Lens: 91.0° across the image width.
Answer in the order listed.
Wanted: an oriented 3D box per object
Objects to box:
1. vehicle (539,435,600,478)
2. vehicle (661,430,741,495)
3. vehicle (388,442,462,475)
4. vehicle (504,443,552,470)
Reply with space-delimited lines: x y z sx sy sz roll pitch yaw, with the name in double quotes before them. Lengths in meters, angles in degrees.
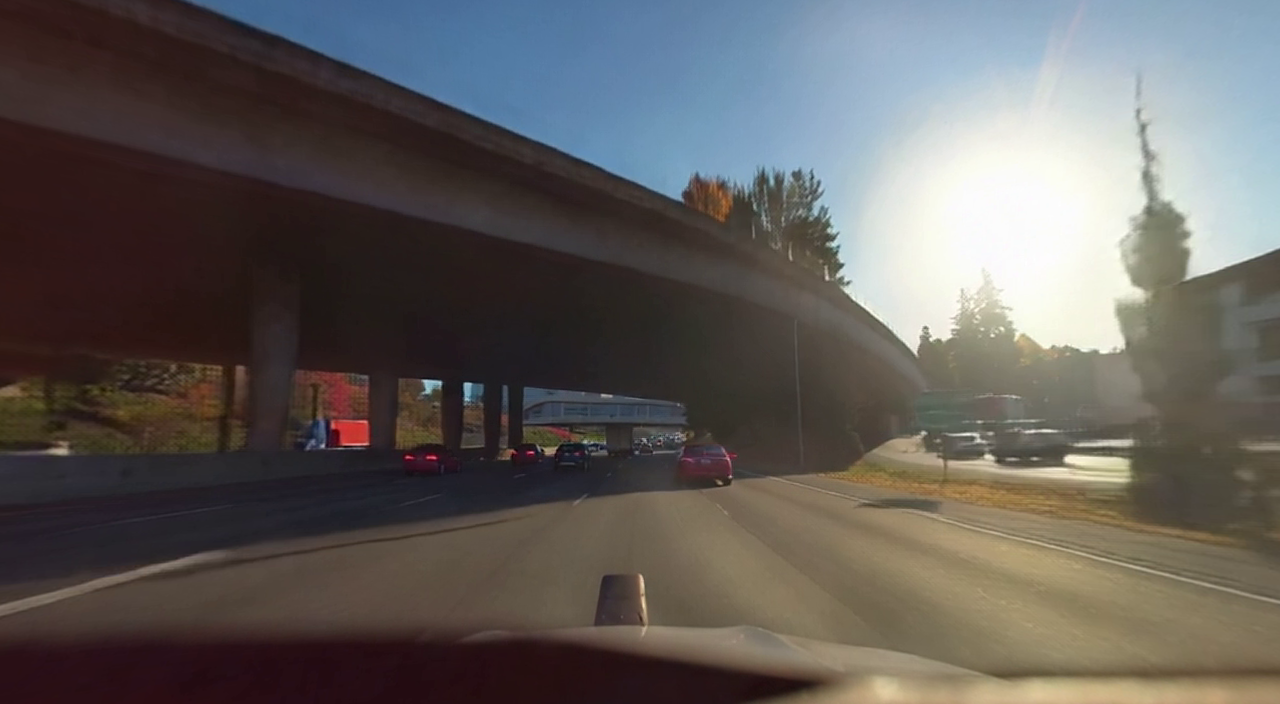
"vehicle" -3.040 4.652 28.137 2.111 1.742 4.315 0 -9 1
"vehicle" 1.739 3.347 19.400 2.101 1.742 4.495 0 -9 1
"vehicle" -10.708 5.333 31.730 2.006 1.509 4.634 0 -9 1
"vehicle" -6.925 6.502 39.371 2.057 1.496 4.661 0 -9 1
